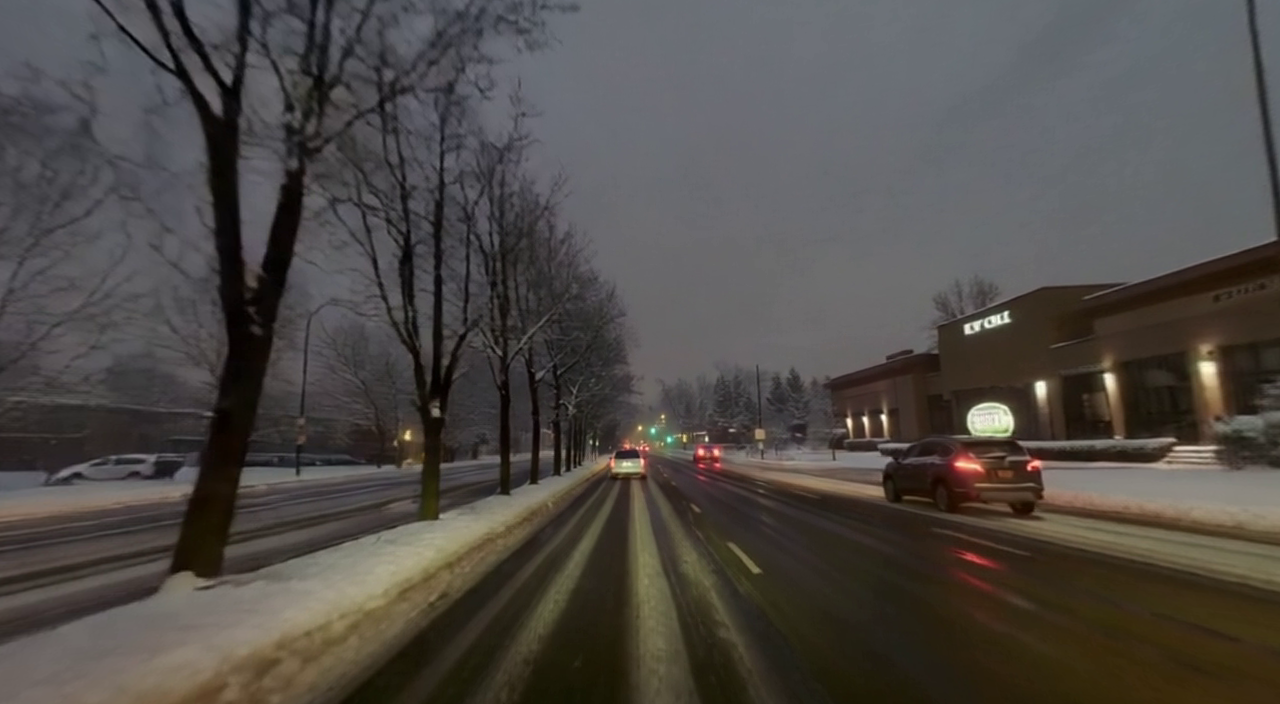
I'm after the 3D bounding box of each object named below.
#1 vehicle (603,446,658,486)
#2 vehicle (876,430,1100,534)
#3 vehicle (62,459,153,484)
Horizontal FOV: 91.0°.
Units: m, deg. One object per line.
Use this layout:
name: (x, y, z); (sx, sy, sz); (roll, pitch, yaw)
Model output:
vehicle: (-0.348, 4.376, 24.395); (1.970, 1.402, 3.756); (0, -8, 0)
vehicle: (6.305, 2.365, 12.038); (1.949, 1.647, 3.894); (0, -9, -2)
vehicle: (-33.550, 7.526, 39.733); (3.986, 1.432, 1.885); (0, -9, 0)
